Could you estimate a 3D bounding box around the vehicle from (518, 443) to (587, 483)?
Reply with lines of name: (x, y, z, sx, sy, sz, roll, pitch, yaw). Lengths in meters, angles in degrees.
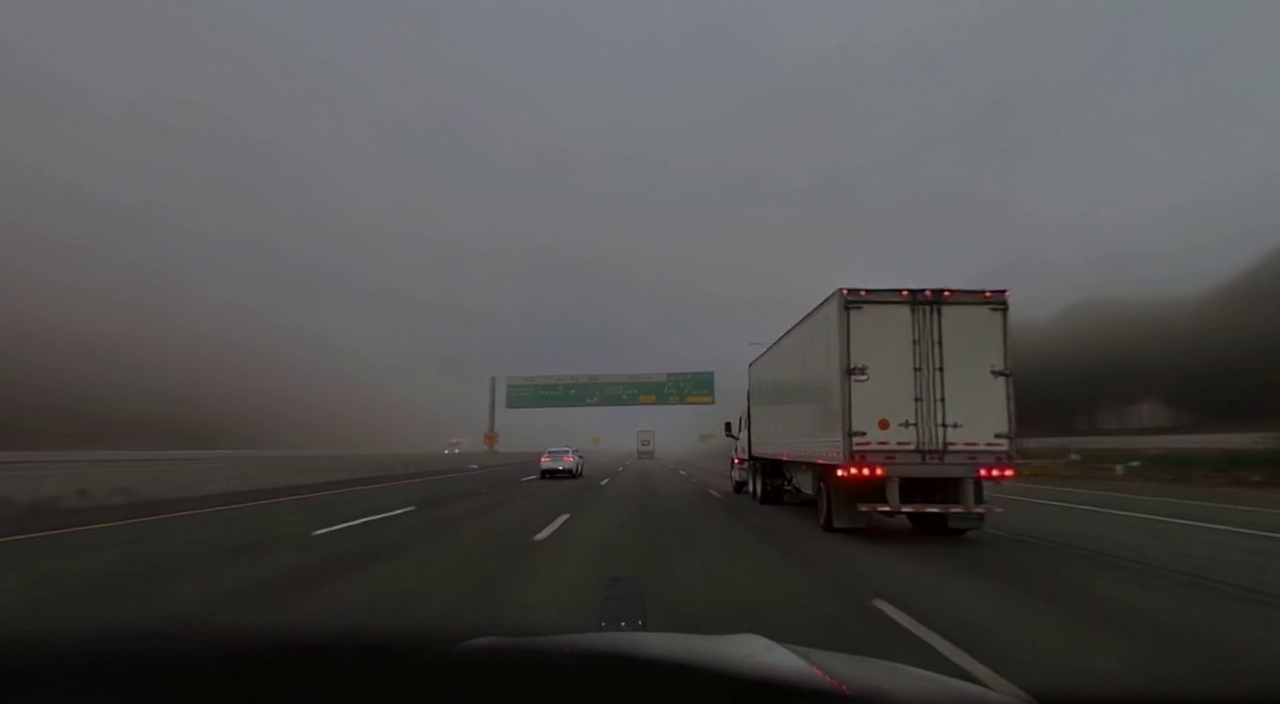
vehicle: (-3.631, 4.741, 27.108, 2.143, 1.529, 4.918, 0, -9, 1)

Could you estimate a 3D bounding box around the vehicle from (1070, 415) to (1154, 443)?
vehicle: (29.148, 4.793, 38.957, 1.928, 1.603, 4.315, 1, -8, 2)

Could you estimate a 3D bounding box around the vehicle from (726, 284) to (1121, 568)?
vehicle: (4.045, 1.632, 12.776, 3.049, 3.395, 10.595, 0, -9, 0)
